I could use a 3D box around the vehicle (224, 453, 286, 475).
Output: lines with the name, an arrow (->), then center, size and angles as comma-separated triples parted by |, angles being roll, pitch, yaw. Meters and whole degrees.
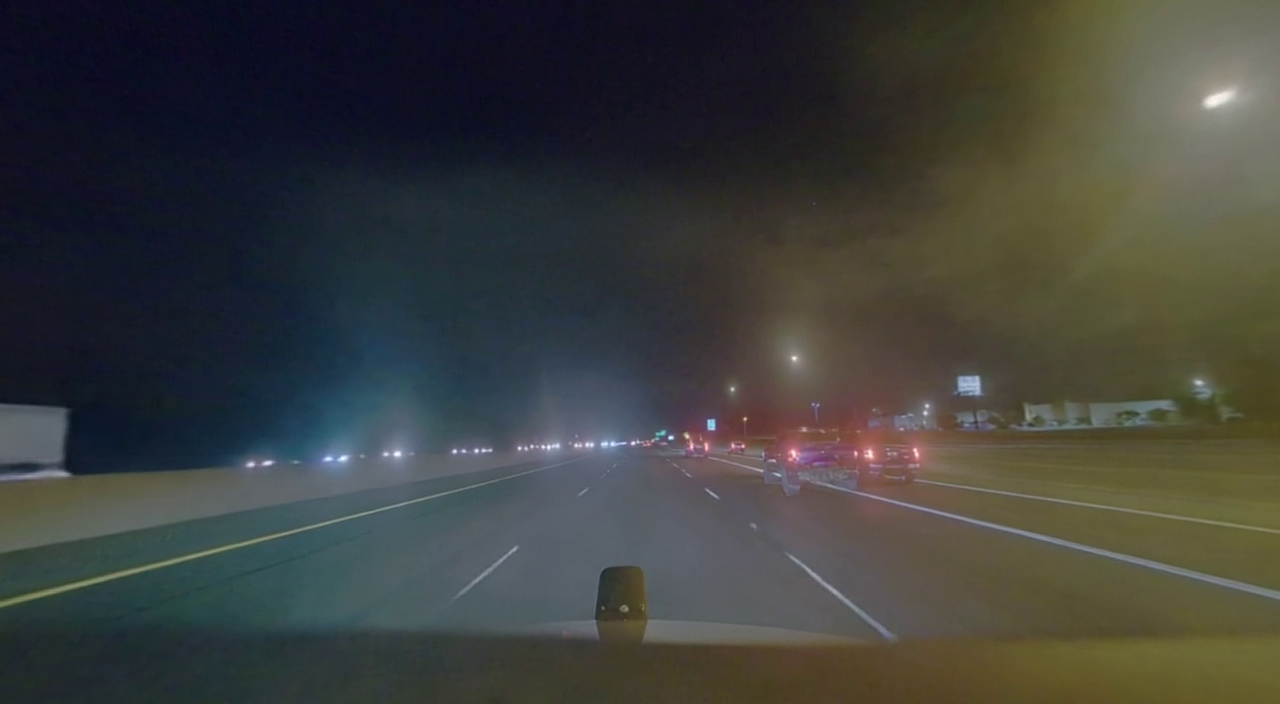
vehicle -> -28.723, 8.356, 47.201 | 1.861, 1.475, 4.425 | 0, -8, -1
